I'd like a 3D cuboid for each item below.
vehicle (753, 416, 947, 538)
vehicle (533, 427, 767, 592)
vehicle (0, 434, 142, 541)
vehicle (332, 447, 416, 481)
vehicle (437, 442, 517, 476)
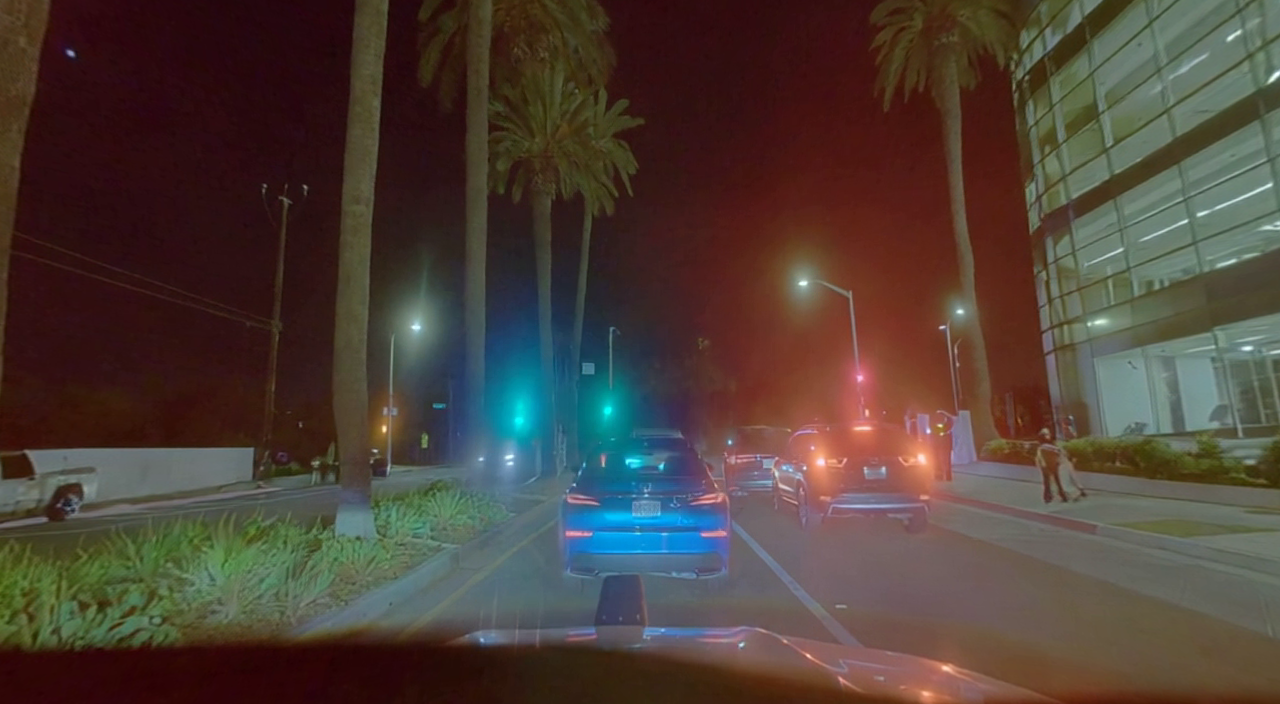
[{"bbox_3d":[3.394,2.109,11.254,2.003,1.733,4.319,0,-8,1],"label":"vehicle"},{"bbox_3d":[0.133,1.712,7.708,2.088,1.452,3.993,0,-8,1],"label":"vehicle"},{"bbox_3d":[-13.062,2.718,12.294,2.240,1.964,5.707,-6,-8,0],"label":"vehicle"},{"bbox_3d":[-13.194,5.558,31.682,1.965,1.507,4.725,-1,-8,3],"label":"vehicle"},{"bbox_3d":[-7.348,4.860,28.948,1.898,1.439,4.540,-1,-8,8],"label":"vehicle"}]
